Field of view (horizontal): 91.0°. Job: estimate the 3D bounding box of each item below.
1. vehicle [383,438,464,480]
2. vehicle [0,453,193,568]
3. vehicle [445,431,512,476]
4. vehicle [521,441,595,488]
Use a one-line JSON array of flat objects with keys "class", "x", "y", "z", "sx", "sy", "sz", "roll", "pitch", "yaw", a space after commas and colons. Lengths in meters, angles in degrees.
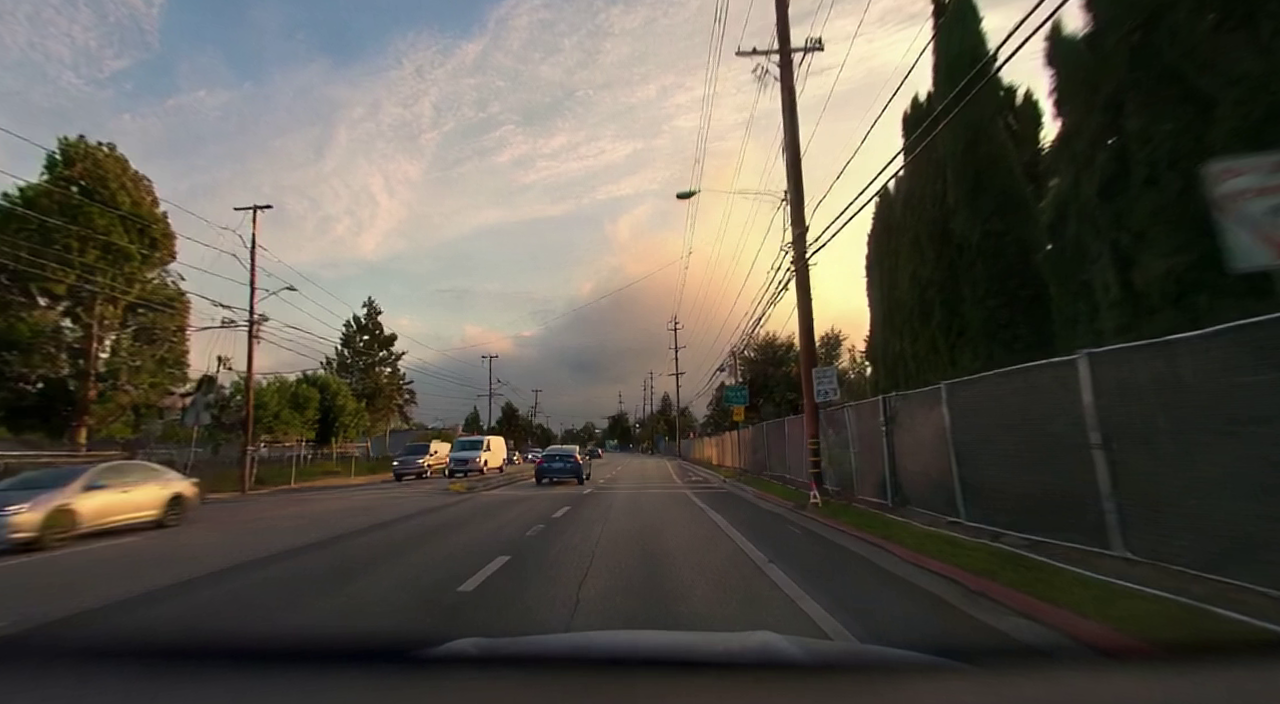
[{"class": "vehicle", "x": -13.046, "y": 6.486, "z": 38.518, "sx": 2.584, "sy": 2.302, "sz": 6.400, "roll": 0, "pitch": -9, "yaw": 1}, {"class": "vehicle", "x": -9.844, "y": 2.384, "z": 9.853, "sx": 2.032, "sy": 1.527, "sz": 4.833, "roll": 0, "pitch": -9, "yaw": 1}, {"class": "vehicle", "x": -9.527, "y": 6.061, "z": 37.774, "sx": 2.377, "sy": 2.439, "sz": 5.510, "roll": 0, "pitch": -9, "yaw": 2}, {"class": "vehicle", "x": -2.845, "y": 4.019, "z": 22.791, "sx": 1.992, "sy": 1.515, "sz": 4.289, "roll": 0, "pitch": -9, "yaw": 2}]
